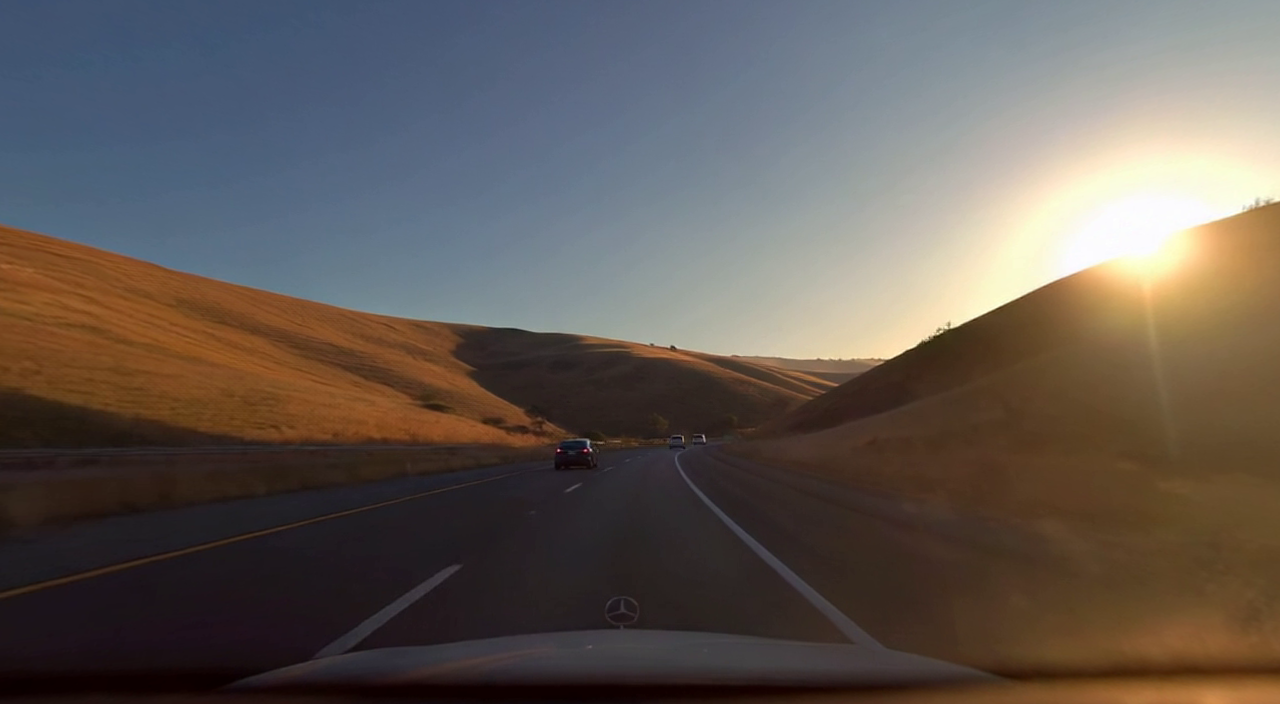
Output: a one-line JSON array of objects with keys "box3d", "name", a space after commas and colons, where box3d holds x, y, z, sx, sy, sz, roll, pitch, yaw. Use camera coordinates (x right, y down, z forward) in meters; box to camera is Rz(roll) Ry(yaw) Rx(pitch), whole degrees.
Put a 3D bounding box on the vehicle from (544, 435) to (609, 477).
[{"box3d": [-2.804, 4.738, 29.025, 2.252, 1.743, 4.560, 0, -8, 3], "name": "vehicle"}]
